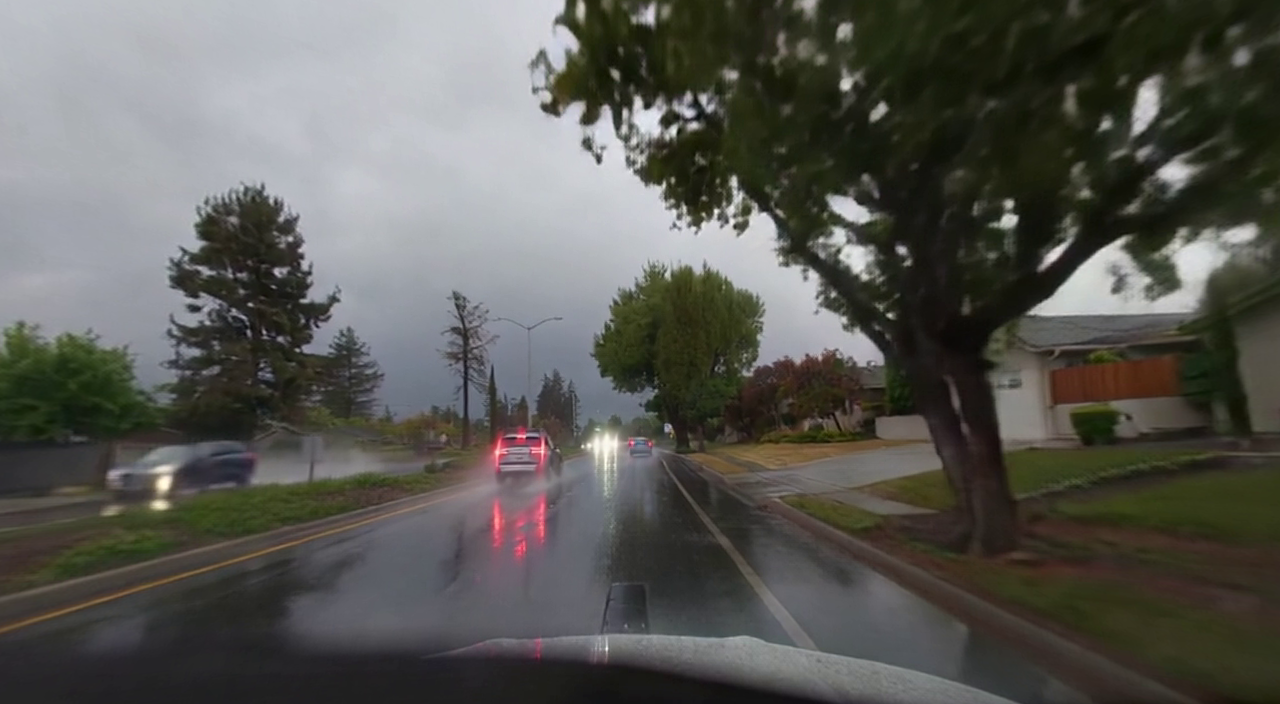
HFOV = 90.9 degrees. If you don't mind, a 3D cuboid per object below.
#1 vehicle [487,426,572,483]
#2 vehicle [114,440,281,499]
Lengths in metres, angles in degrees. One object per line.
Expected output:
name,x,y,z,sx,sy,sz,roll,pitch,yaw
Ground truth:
vehicle,-3.659,3.505,21.788,2.073,1.770,4.302,0,-8,1
vehicle,-15.306,4.047,22.295,2.008,1.801,5.285,0,-8,0
